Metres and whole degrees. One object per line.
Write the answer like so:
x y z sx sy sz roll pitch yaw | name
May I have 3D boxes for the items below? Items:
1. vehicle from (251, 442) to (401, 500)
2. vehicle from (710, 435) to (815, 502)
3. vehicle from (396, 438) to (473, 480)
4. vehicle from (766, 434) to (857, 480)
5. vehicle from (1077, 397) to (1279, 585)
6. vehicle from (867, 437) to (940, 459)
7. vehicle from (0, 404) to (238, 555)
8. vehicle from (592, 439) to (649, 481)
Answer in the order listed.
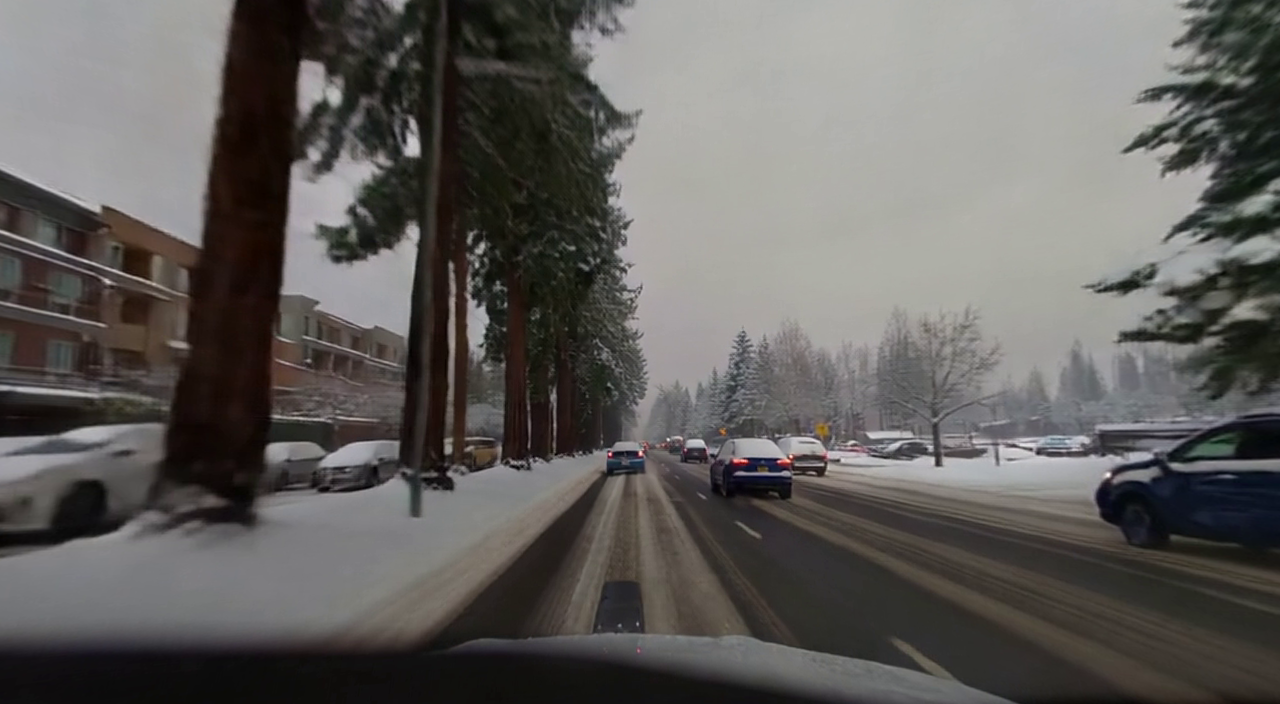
-9.082 3.455 18.853 2.148 1.473 4.709 0 -9 -1 | vehicle
3.000 2.943 16.317 1.852 1.498 3.825 0 -9 -2 | vehicle
-9.068 4.729 28.279 2.019 1.668 4.433 -1 -8 0 | vehicle
7.229 4.490 27.361 2.224 1.772 5.325 0 -9 -2 | vehicle
7.354 1.368 6.274 2.224 1.815 5.192 0 -9 -1 | vehicle
20.534 7.495 49.340 4.697 1.691 2.106 0 -9 -1 | vehicle
-9.003 1.937 10.152 2.043 1.860 4.656 -1 -8 -1 | vehicle
-0.700 4.099 24.151 1.994 1.479 3.647 0 -9 -1 | vehicle
